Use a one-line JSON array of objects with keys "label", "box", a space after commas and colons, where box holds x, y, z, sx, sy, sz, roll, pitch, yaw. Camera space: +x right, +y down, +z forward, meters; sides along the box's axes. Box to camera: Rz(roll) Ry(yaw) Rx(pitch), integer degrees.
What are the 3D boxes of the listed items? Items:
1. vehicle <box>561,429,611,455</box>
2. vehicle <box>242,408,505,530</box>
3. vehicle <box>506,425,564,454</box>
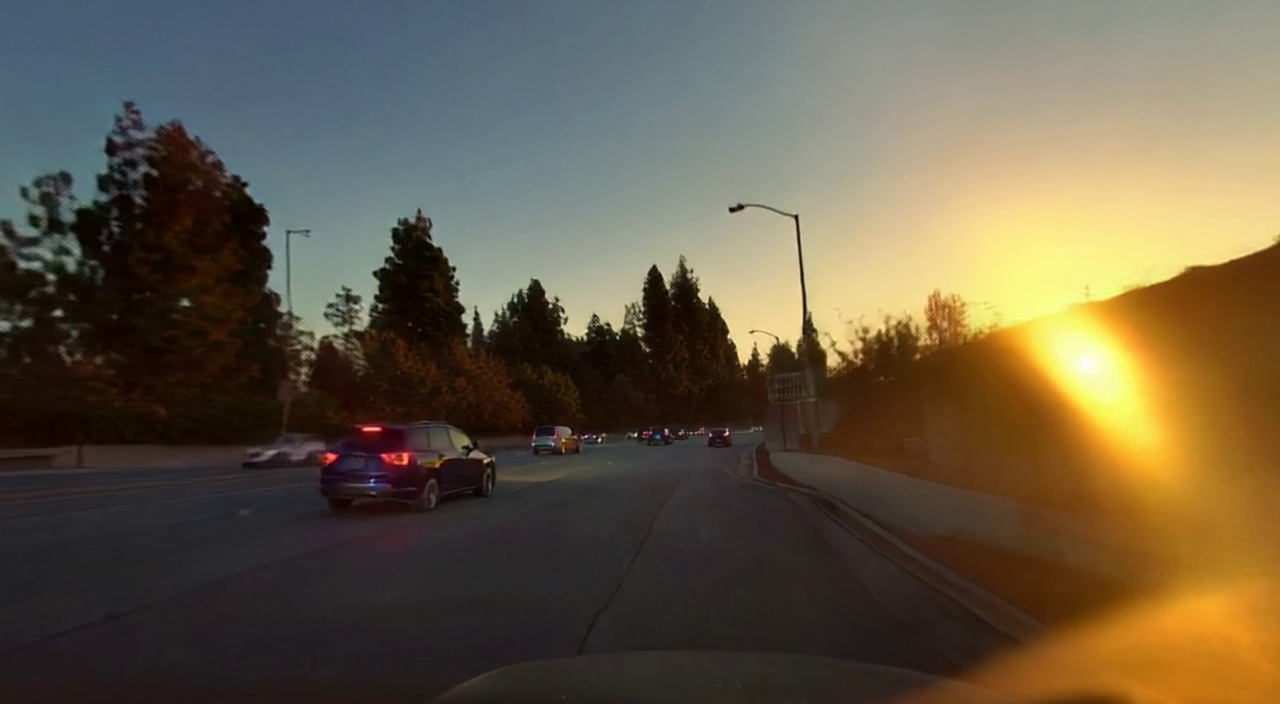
[{"label": "vehicle", "box": [-3.211, 5.485, 38.546, 1.860, 1.442, 4.332, -2, -8, 11]}, {"label": "vehicle", "box": [-4.188, 1.938, 11.031, 2.082, 1.638, 4.644, -2, -8, 8]}, {"label": "vehicle", "box": [-6.630, 5.600, 40.503, 2.089, 1.736, 4.662, -2, -8, 12]}]
